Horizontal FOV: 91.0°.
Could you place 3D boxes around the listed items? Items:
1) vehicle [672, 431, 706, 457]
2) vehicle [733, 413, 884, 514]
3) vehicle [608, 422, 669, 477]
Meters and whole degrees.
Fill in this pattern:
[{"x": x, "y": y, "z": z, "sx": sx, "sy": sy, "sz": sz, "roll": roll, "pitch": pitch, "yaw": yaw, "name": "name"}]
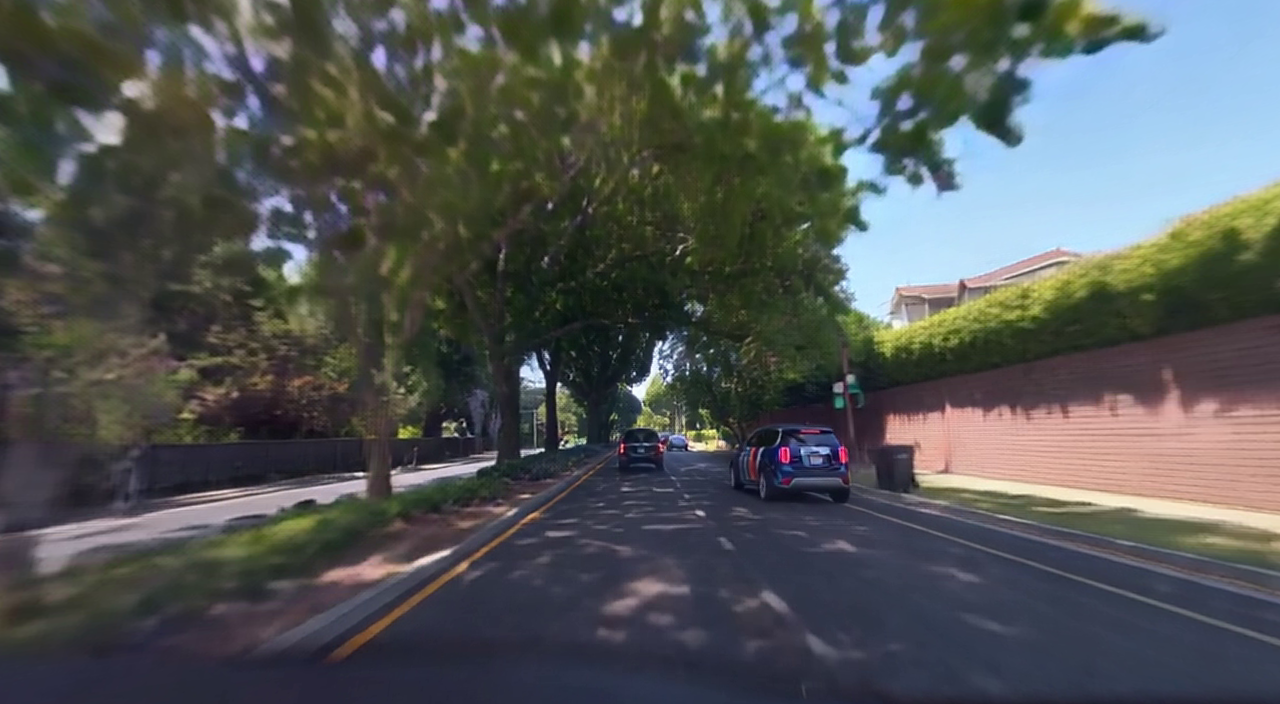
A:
[{"x": 3.197, "y": 6.114, "z": 41.574, "sx": 1.863, "sy": 1.610, "sz": 3.726, "roll": 0, "pitch": -9, "yaw": -1, "name": "vehicle"}, {"x": 3.201, "y": 2.224, "z": 12.918, "sx": 1.840, "sy": 1.709, "sz": 4.202, "roll": 0, "pitch": -9, "yaw": -1, "name": "vehicle"}, {"x": -0.084, "y": 3.406, "z": 22.046, "sx": 1.984, "sy": 1.777, "sz": 3.148, "roll": 0, "pitch": -9, "yaw": -1, "name": "vehicle"}]
